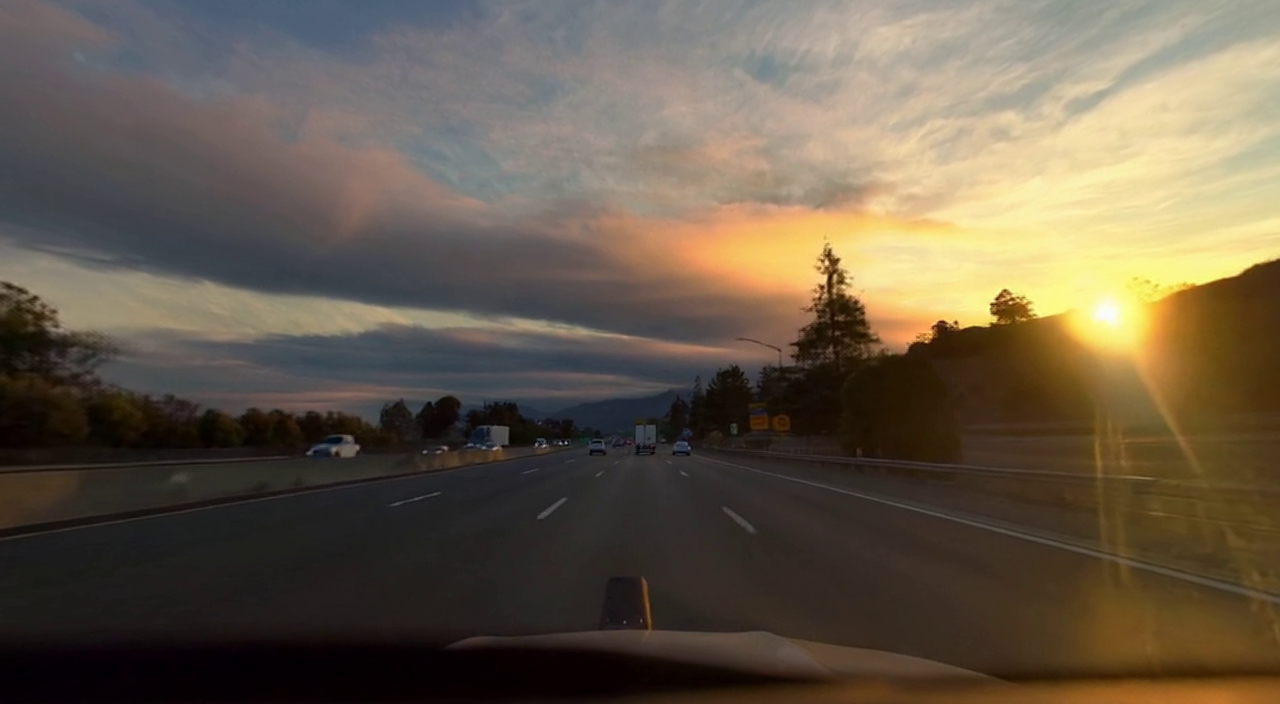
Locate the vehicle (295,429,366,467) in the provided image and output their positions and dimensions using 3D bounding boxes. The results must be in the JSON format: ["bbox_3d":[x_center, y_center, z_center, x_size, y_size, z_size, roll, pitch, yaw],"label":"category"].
[{"bbox_3d":[-23.936,7.416,48.990,2.523,2.744,5.403,0,-8,2],"label":"vehicle"}]
